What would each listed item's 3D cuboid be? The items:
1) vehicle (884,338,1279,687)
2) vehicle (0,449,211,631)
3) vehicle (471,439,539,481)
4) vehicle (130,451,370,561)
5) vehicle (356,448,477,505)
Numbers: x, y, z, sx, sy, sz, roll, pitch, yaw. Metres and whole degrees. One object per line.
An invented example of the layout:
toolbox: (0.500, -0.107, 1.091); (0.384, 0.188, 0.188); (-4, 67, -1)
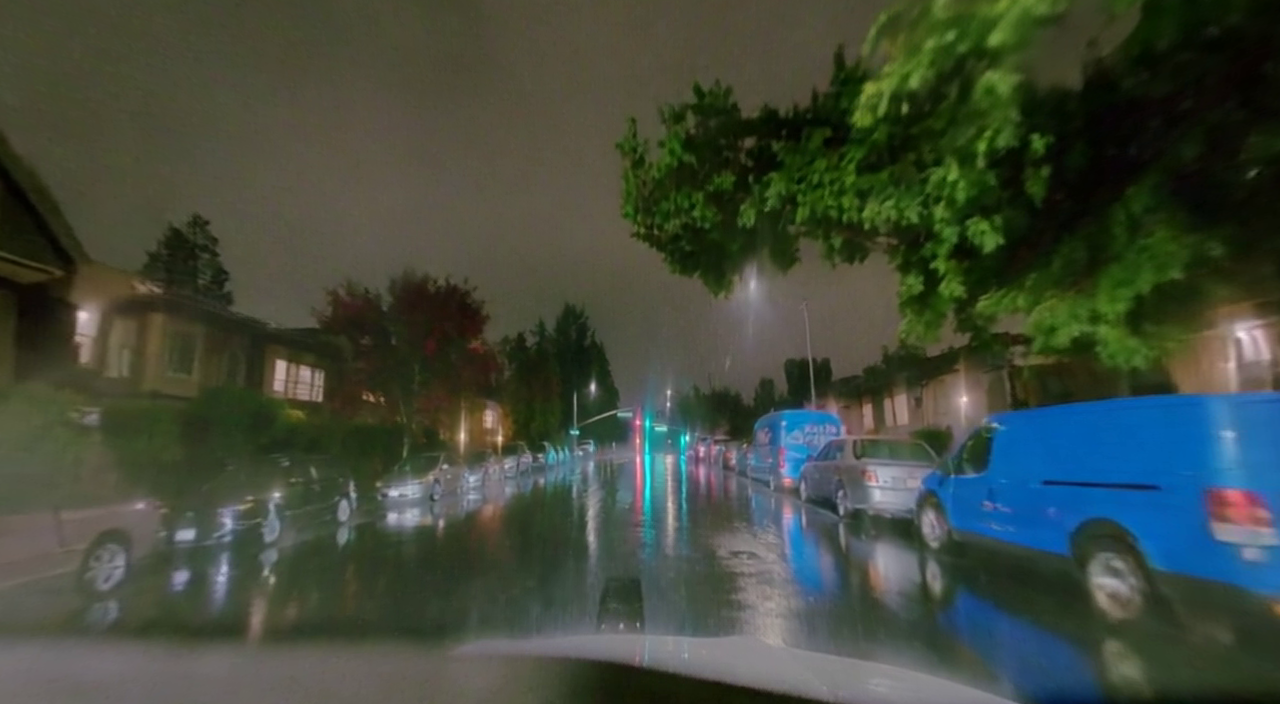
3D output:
vehicle: (4.506, 1.251, 6.044); (2.072, 1.883, 5.576); (0, -8, 0)
vehicle: (-6.353, 1.667, 5.487); (1.840, 1.476, 4.739); (-2, -8, 2)
vehicle: (-6.515, 5.269, 31.226); (2.162, 1.846, 5.426); (-1, -8, 0)
vehicle: (-6.623, 2.578, 11.451); (1.731, 1.423, 4.504); (-2, -8, -4)
vehicle: (-6.560, 3.671, 19.225); (1.869, 1.467, 4.921); (-1, -8, 0)
